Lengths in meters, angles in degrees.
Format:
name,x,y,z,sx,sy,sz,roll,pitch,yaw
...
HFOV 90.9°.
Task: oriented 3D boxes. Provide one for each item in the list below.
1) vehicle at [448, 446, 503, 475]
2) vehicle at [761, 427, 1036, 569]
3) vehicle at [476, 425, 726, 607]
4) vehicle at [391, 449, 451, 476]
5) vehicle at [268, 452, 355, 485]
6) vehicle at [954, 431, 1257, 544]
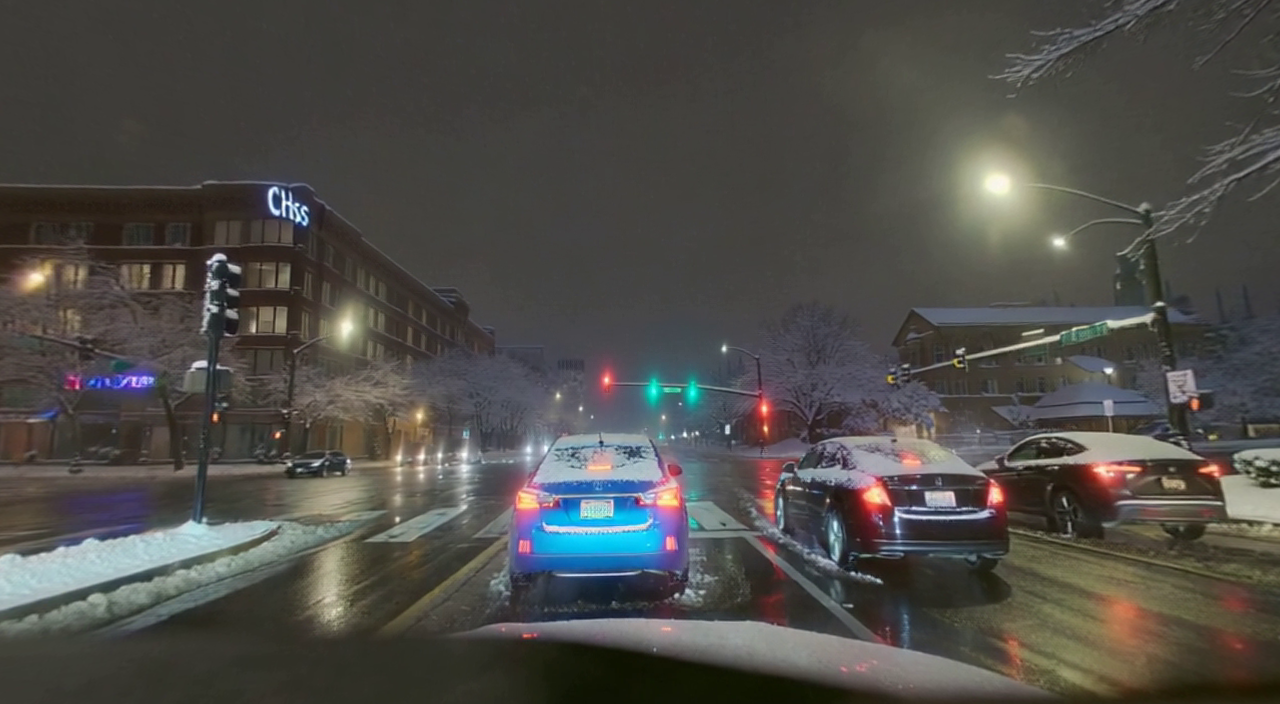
name,x,y,z,sx,sy,sz,roll,pitch,yaw
vehicle,-9.192,6.079,35.468,2.045,1.492,3.816,0,-8,0
vehicle,3.216,1.887,8.965,2.042,1.508,4.109,0,-8,-2
vehicle,-0.368,1.653,7.284,2.059,1.477,3.988,0,-8,-1
vehicle,-13.009,6.556,37.722,2.049,1.483,4.407,0,-8,0
vehicle,-16.592,5.874,32.167,2.048,1.463,4.530,0,-8,-1
vehicle,7.445,2.164,10.781,1.908,1.517,4.182,0,-8,-1
